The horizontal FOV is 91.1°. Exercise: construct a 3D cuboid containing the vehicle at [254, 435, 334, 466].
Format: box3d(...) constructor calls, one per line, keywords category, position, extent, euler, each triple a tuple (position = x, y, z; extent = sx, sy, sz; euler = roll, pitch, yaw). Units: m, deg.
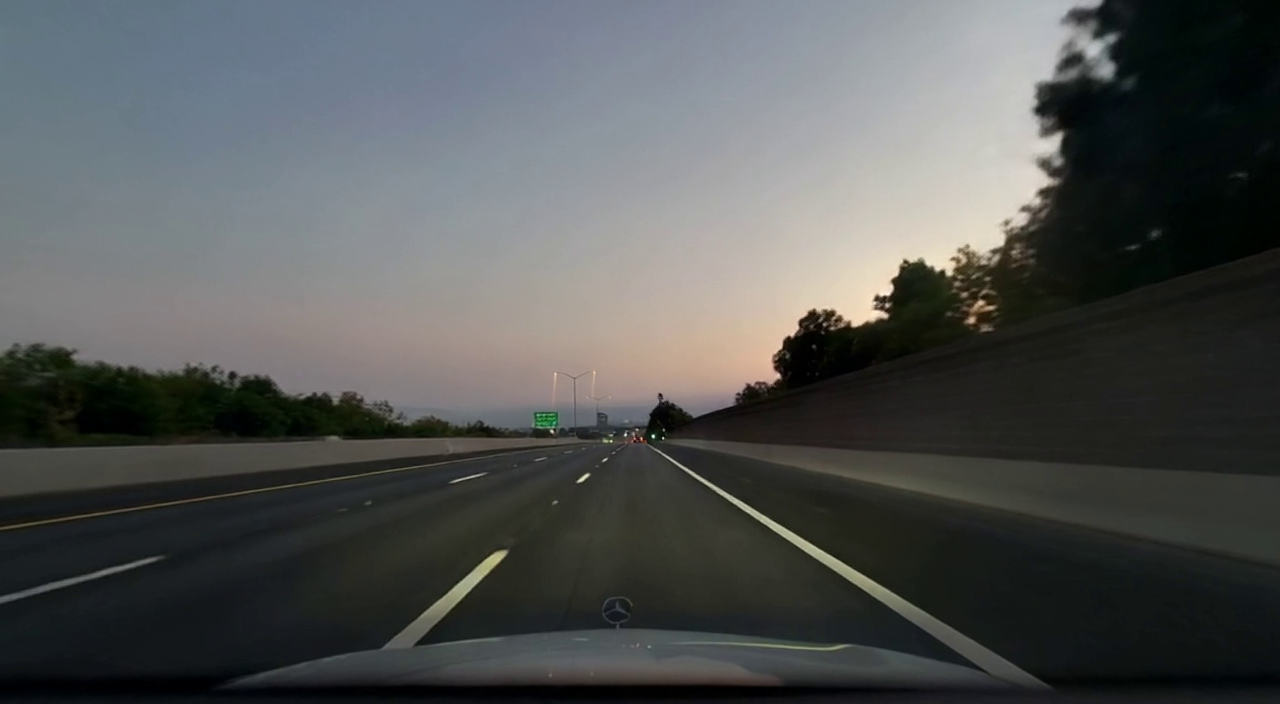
box3d(category="vehicle", position=(-18.957, 5.385, 34.702), extent=(1.879, 1.544, 4.542), euler=(0, -8, -1))
